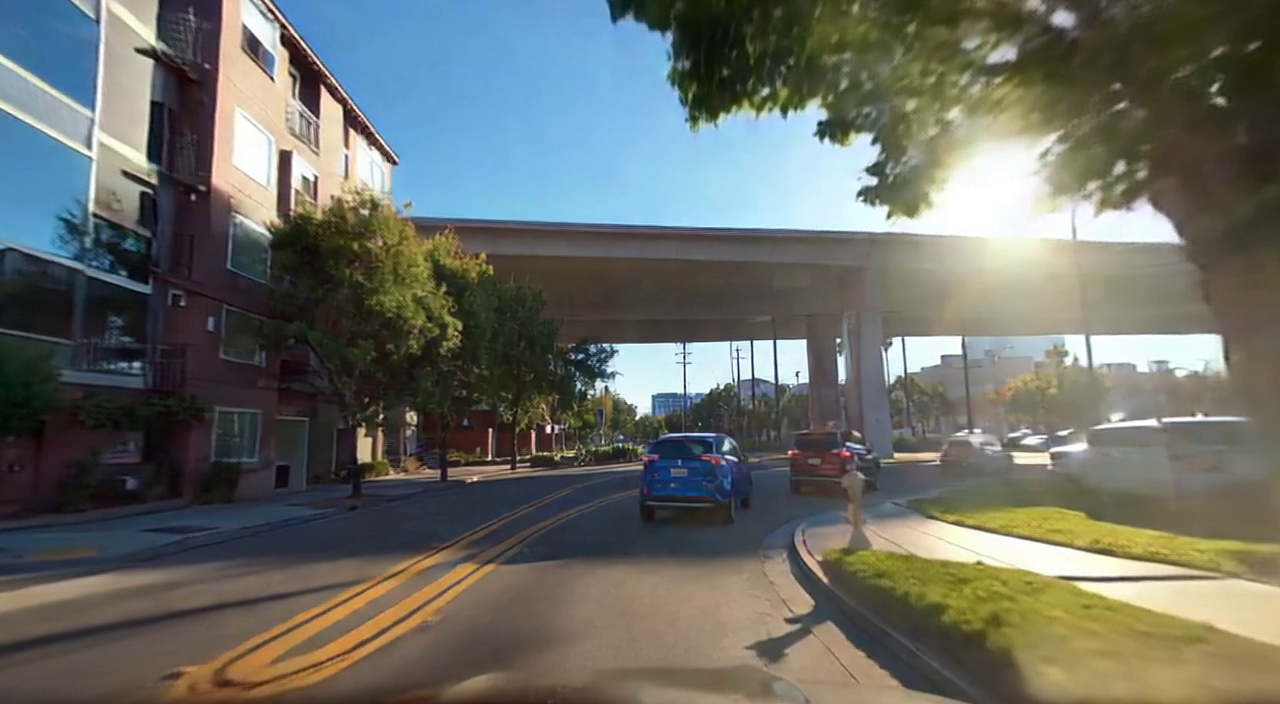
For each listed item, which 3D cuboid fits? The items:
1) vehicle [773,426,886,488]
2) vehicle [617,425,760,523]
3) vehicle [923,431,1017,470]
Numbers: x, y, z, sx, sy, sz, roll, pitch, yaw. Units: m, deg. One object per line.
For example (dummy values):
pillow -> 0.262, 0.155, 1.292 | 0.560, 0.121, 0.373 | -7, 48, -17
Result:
vehicle -> 6.710, 3.580, 22.028 | 2.241, 1.885, 4.771 | -5, -10, 36
vehicle -> 1.204, 2.376, 12.878 | 2.087, 1.578, 4.652 | -2, -9, 14
vehicle -> 16.124, 4.779, 30.840 | 4.310, 1.762, 1.995 | 5, -10, -30
